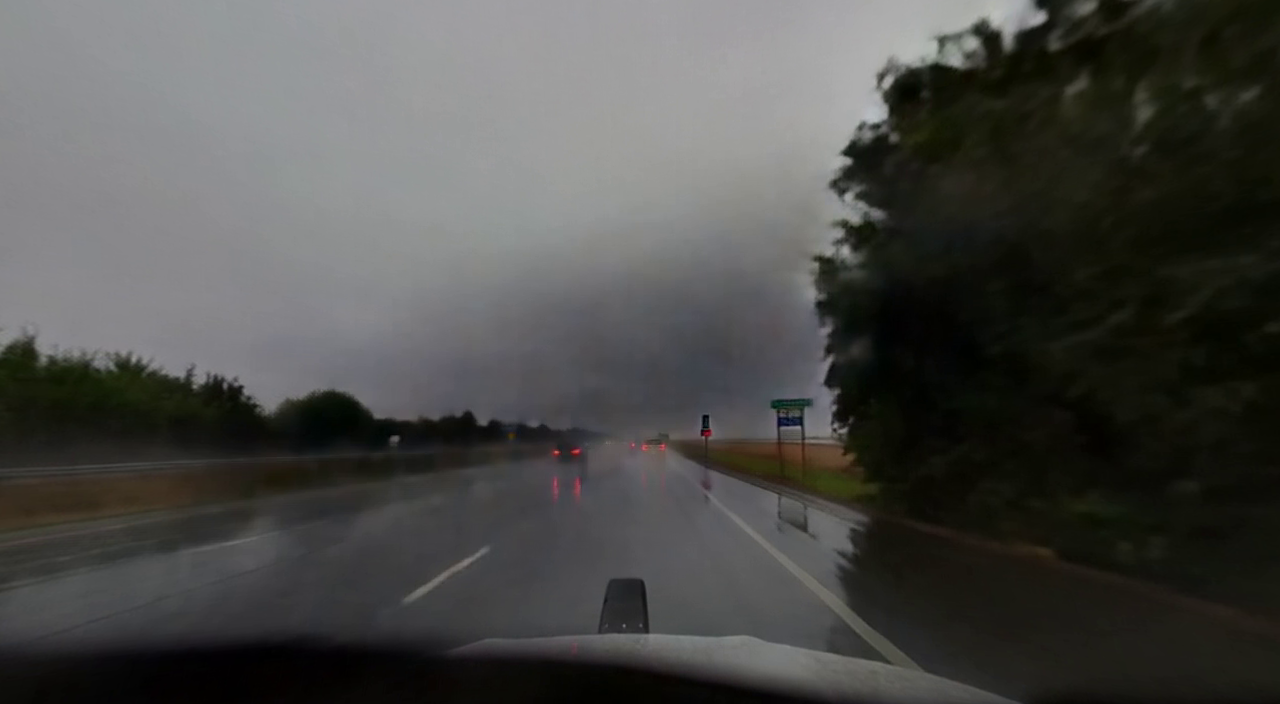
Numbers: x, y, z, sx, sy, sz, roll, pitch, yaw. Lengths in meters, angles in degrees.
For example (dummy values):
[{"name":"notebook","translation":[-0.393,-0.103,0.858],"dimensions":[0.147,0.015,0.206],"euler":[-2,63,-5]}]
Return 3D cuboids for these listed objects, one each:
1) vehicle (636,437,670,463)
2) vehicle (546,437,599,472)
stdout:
[{"name":"vehicle","translation":[0.889,6.849,44.043],"dimensions":[2.259,1.697,4.106],"euler":[0,-8,1]},{"name":"vehicle","translation":[-3.323,5.168,31.965],"dimensions":[2.028,1.634,4.441],"euler":[0,-8,2]}]
